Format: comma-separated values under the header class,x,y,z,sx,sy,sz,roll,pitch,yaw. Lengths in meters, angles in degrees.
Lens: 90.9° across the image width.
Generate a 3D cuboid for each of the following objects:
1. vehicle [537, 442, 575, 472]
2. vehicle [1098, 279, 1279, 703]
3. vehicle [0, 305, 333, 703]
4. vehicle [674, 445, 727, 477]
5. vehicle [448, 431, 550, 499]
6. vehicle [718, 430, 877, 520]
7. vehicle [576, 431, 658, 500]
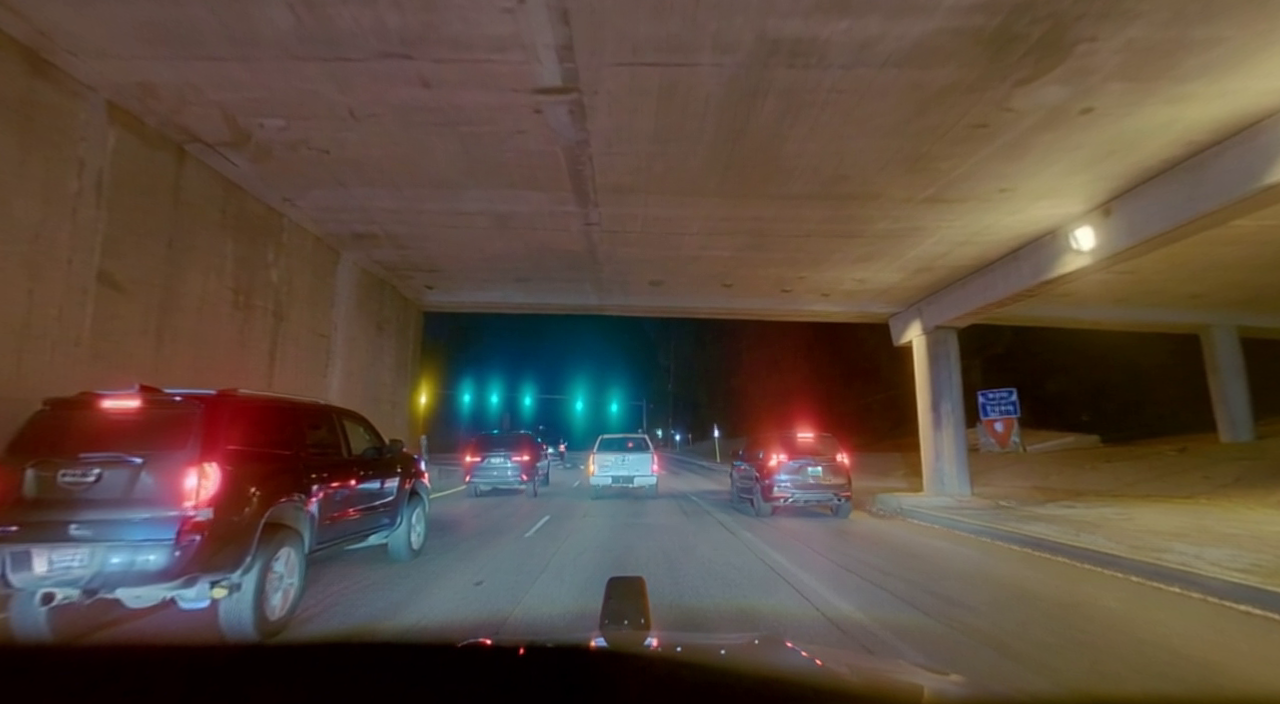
class,x,y,z,sx,sy,sz,roll,pitch,yaw
vehicle,-4.722,5.953,35.951,1.829,1.614,3.611,0,-8,-3
vehicle,3.717,0.483,0.966,2.401,1.968,4.841,0,-8,1
vehicle,-3.550,0.779,2.797,2.074,1.814,4.596,0,-8,-1
vehicle,2.983,5.445,31.778,2.026,1.457,3.969,1,-8,-4
vehicle,-3.908,3.205,18.253,2.127,1.720,4.064,0,-8,-2
vehicle,3.360,2.762,14.867,2.234,1.720,5.378,0,-8,-2
vehicle,-0.648,3.188,18.067,2.097,1.748,3.794,0,-8,-2
